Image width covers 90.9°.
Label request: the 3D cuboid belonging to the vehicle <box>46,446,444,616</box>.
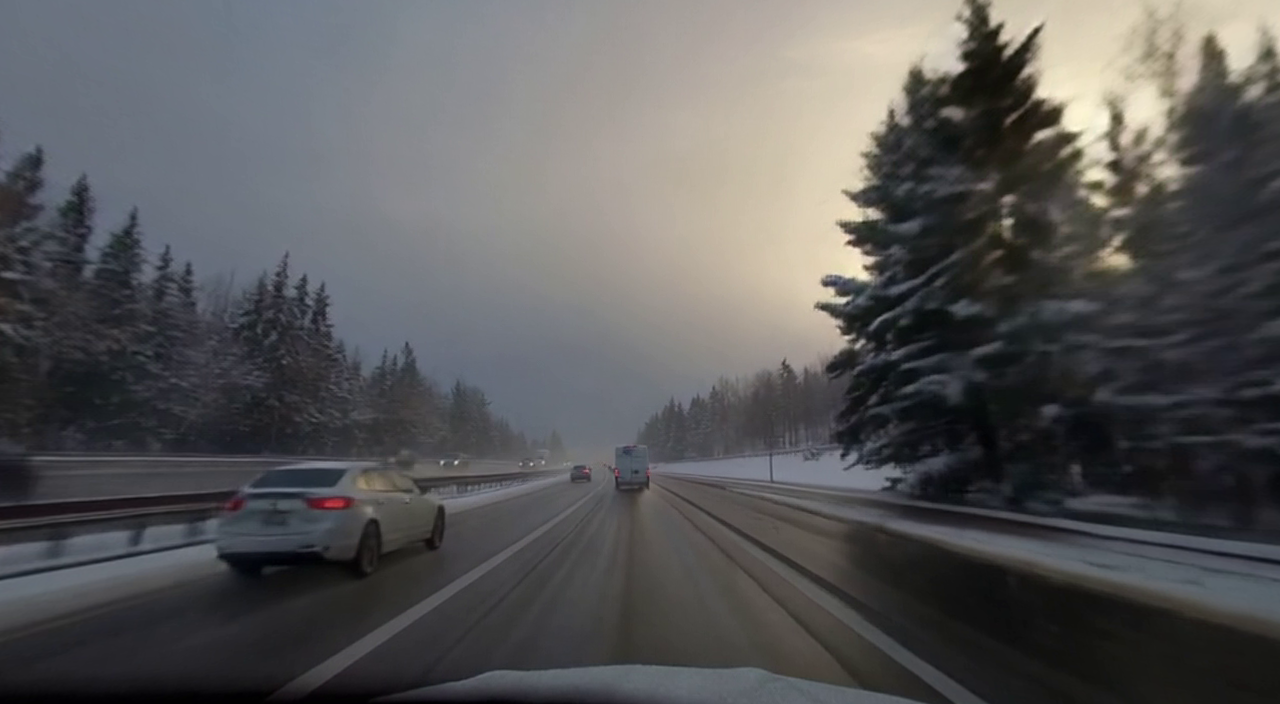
[{"bbox_3d":[-4.318,2.056,8.067,2.128,1.491,4.508,1,-11,0],"label":"vehicle"}]

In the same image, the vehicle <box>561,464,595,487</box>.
[{"bbox_3d":[-4.533,9.100,46.494,2.100,1.605,3.883,1,-10,0],"label":"vehicle"}]

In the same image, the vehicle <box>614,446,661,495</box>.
[{"bbox_3d":[-0.175,6.781,36.191,2.482,2.549,5.447,1,-11,-1],"label":"vehicle"}]
